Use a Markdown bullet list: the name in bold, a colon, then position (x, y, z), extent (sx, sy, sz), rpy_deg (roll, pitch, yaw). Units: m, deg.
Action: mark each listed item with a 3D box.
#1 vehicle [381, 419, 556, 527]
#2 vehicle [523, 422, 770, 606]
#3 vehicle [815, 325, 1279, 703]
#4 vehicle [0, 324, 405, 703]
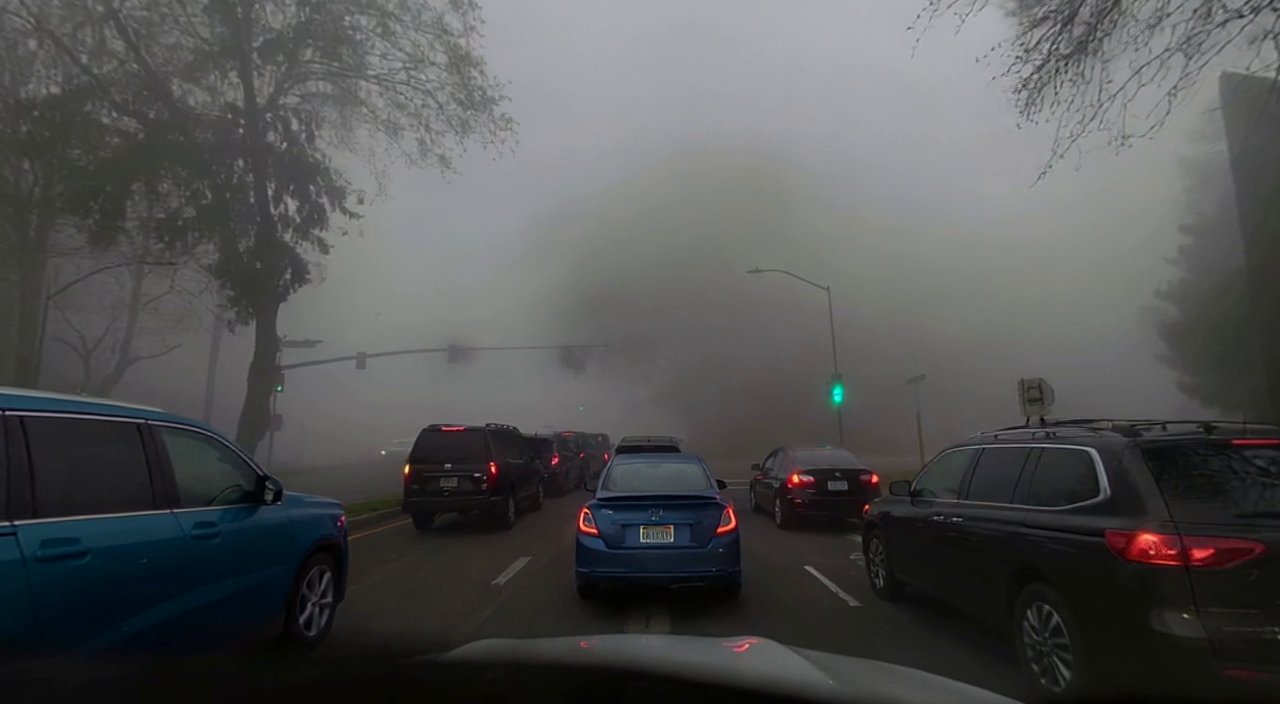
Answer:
- **vehicle**: position (-3.177, 2.360, 12.866), extent (2.117, 1.772, 4.619), rpy_deg (0, -8, 2)
- **vehicle**: position (0.031, 1.622, 7.204), extent (2.021, 1.490, 3.948), rpy_deg (0, -8, -1)
- **vehicle**: position (3.218, 1.136, 5.002), extent (2.141, 1.833, 4.704), rpy_deg (0, -8, -2)
- **vehicle**: position (-3.109, 0.963, 3.361), extent (1.982, 1.721, 4.261), rpy_deg (0, -8, 1)
